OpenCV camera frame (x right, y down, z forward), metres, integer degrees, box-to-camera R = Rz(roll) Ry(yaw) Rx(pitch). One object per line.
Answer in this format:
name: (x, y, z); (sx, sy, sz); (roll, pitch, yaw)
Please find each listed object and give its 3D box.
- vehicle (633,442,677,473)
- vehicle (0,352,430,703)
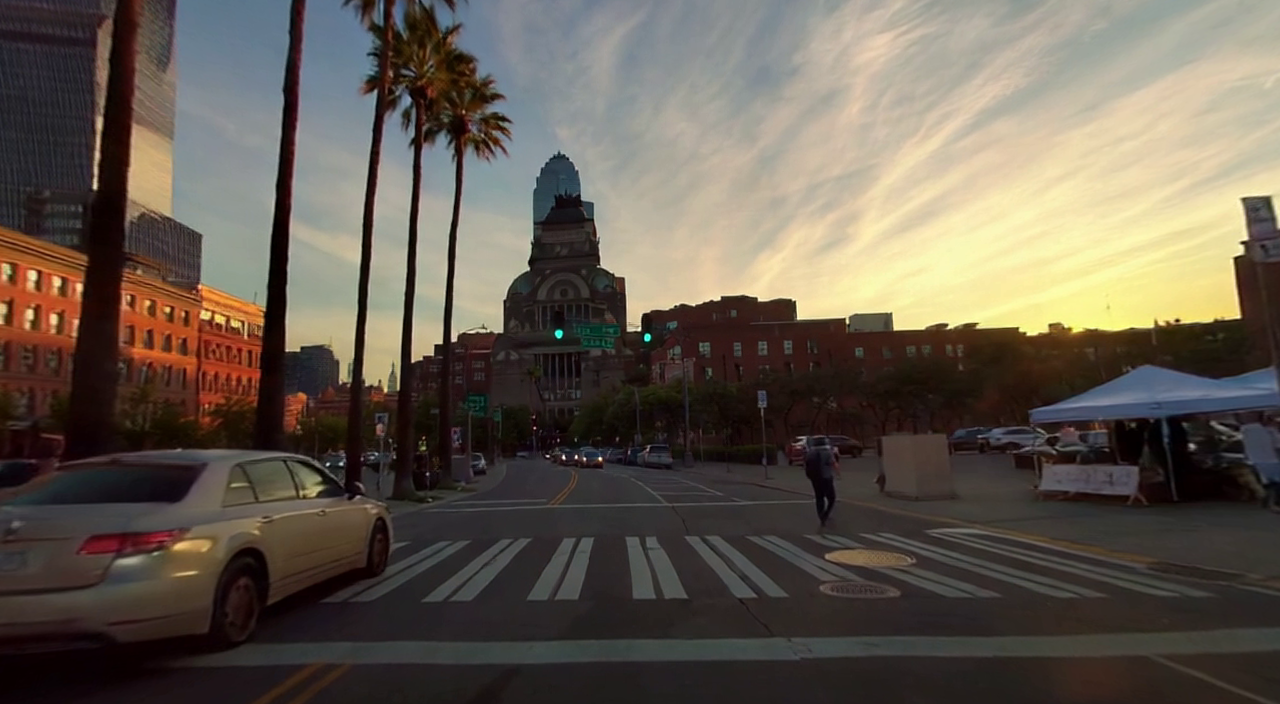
vehicle: (1.001, 7.644, 45.945); (2.322, 2.071, 5.366); (1, -9, -9)
vehicle: (-3.298, 1.175, 4.565); (1.948, 1.674, 4.668); (0, -9, 0)
